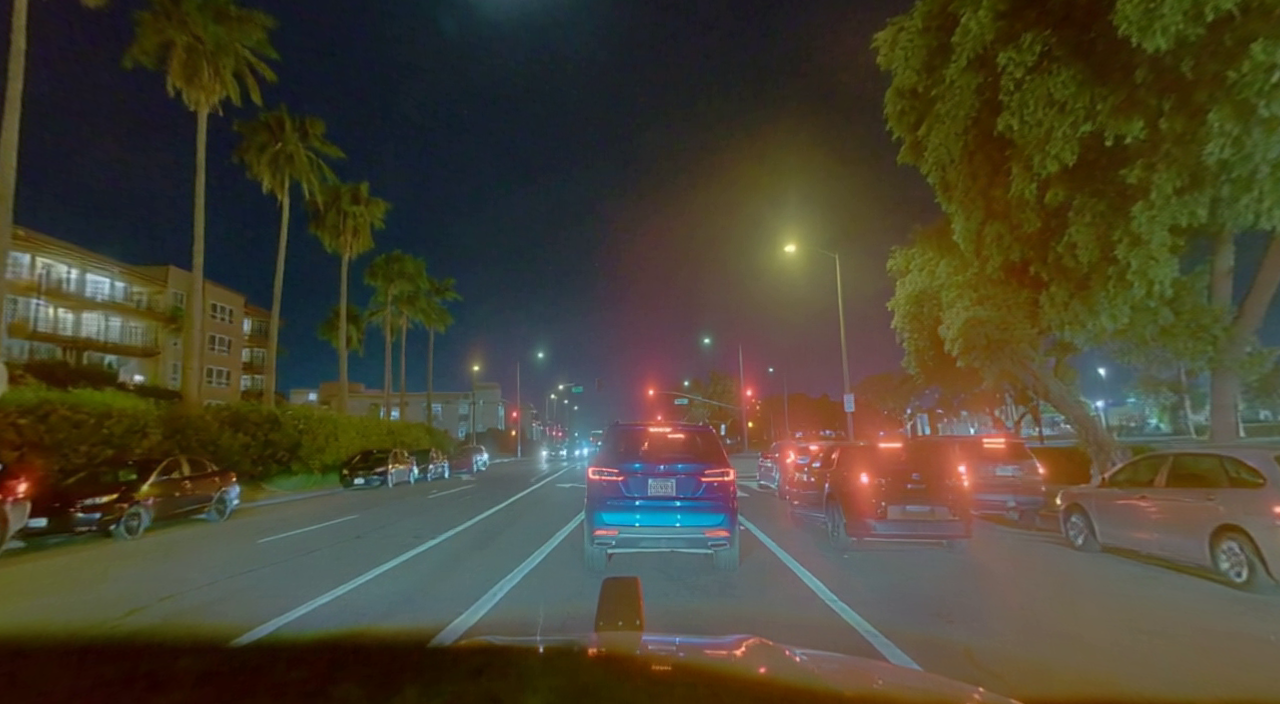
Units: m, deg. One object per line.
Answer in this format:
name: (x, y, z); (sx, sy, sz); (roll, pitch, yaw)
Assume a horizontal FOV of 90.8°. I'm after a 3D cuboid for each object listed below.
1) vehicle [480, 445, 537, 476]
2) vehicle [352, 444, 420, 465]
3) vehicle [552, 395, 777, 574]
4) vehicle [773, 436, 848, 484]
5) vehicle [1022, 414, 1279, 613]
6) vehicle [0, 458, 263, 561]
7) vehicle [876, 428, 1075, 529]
vehicle: (-6.730, 5.589, 32.834); (1.928, 1.475, 4.645); (0, -8, 1)
vehicle: (-18.716, 7.521, 46.641); (1.759, 1.457, 4.297); (-7, -11, 37)
vehicle: (0.260, 1.659, 8.603); (2.264, 1.798, 4.258); (0, -8, 1)
vehicle: (6.584, 4.210, 24.901); (1.948, 1.729, 4.023); (-1, -8, 2)
vehicle: (6.439, 1.597, 6.915); (1.935, 1.672, 4.139); (0, -8, 1)
vehicle: (-9.579, 2.809, 11.958); (2.054, 1.467, 4.595); (-3, -9, 0)
vehicle: (6.666, 2.531, 13.244); (1.930, 1.736, 4.329); (-1, -8, 3)
